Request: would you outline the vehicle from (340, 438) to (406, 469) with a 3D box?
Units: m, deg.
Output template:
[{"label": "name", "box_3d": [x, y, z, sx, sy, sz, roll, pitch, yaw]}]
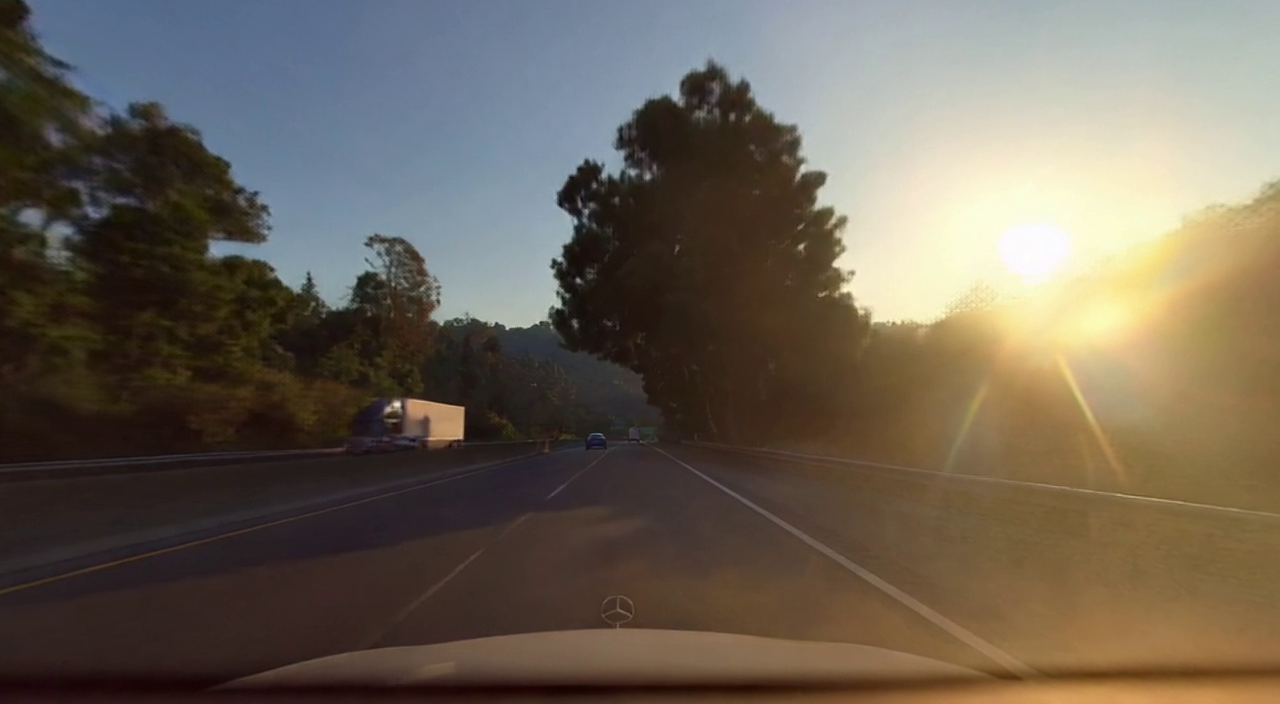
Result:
[{"label": "vehicle", "box_3d": [-12.313, 4.675, 29.217, 1.669, 1.358, 3.302, 0, -8, -2]}]

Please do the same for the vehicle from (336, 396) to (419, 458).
[{"label": "vehicle", "box_3d": [-17.338, 5.033, 42.105, 2.930, 3.853, 5.885, 0, -8, -1]}]
